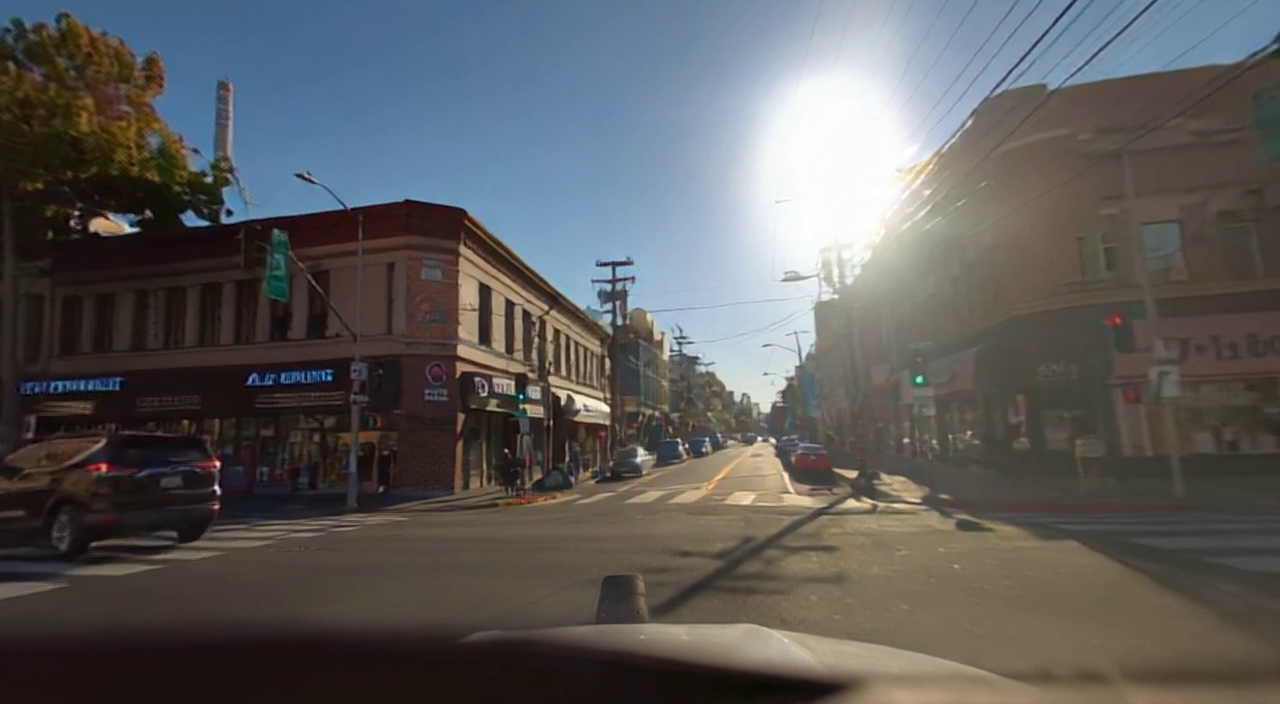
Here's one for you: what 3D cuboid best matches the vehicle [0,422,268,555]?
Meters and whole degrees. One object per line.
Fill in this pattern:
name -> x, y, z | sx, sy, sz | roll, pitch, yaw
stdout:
vehicle -> -9.308, 2.268, 11.243 | 4.611, 1.882, 2.440 | -5, -9, 27

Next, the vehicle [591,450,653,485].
vehicle -> -0.836, 5.895, 32.474 | 2.179, 1.596, 4.286 | -2, -8, 12

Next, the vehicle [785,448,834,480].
vehicle -> 8.689, 5.742, 32.669 | 2.062, 1.526, 3.989 | -2, -8, 10
